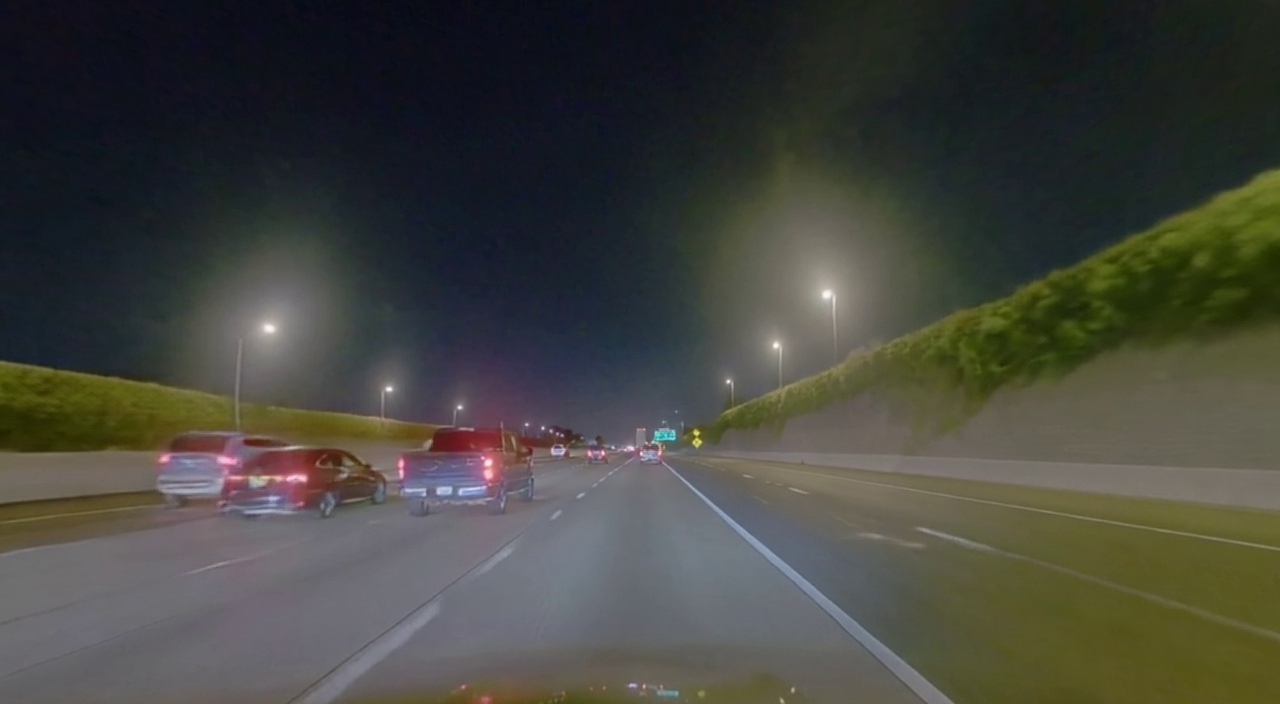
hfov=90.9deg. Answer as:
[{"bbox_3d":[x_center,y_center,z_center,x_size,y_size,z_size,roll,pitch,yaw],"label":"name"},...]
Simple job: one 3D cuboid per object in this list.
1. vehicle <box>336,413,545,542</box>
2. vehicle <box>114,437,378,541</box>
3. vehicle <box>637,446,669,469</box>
[{"bbox_3d":[-3.172,2.127,11.339,2.124,1.787,4.830,0,-9,0],"label":"vehicle"},{"bbox_3d":[-6.590,2.302,11.293,1.887,1.475,4.316,0,-9,1],"label":"vehicle"},{"bbox_3d":[0.836,7.017,42.174,2.073,1.480,4.343,0,-9,0],"label":"vehicle"}]
